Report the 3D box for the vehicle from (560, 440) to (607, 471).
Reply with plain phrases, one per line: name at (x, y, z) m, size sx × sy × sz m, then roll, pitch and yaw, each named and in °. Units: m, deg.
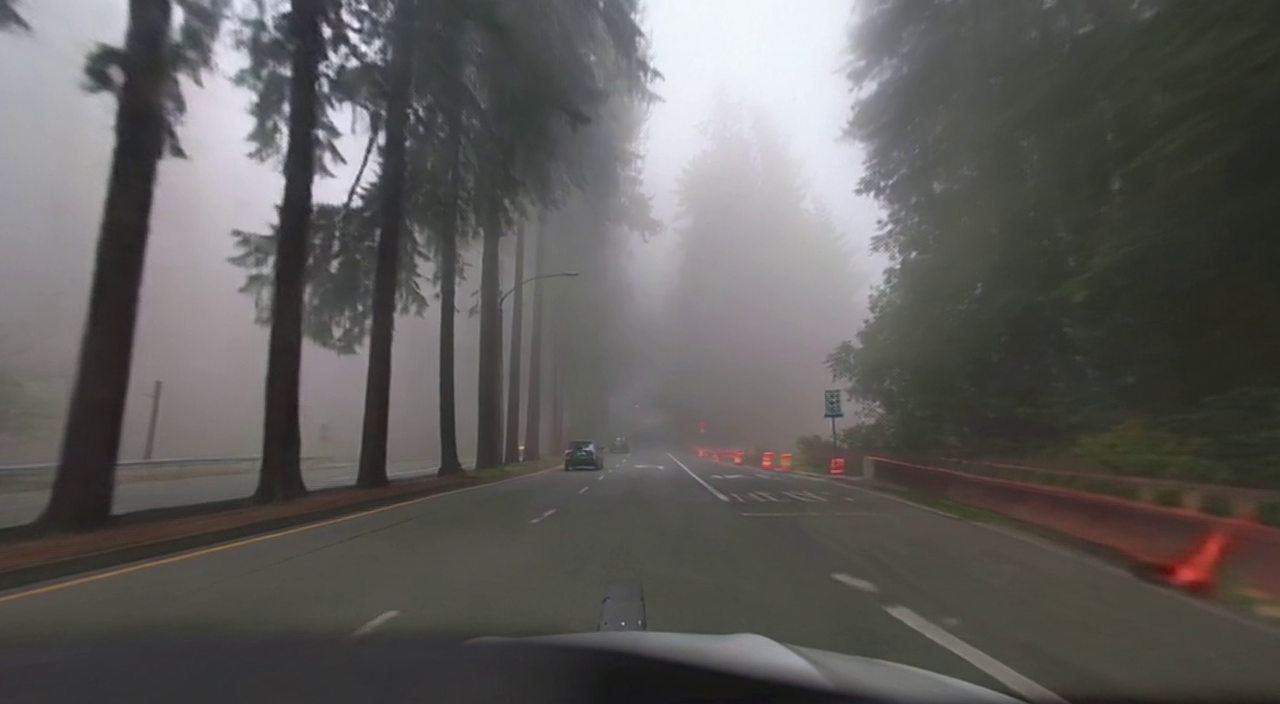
vehicle at (-2.921, 5.442, 33.248) m, size 2.029 × 1.511 × 3.922 m, roll -1°, pitch -8°, yaw 2°
